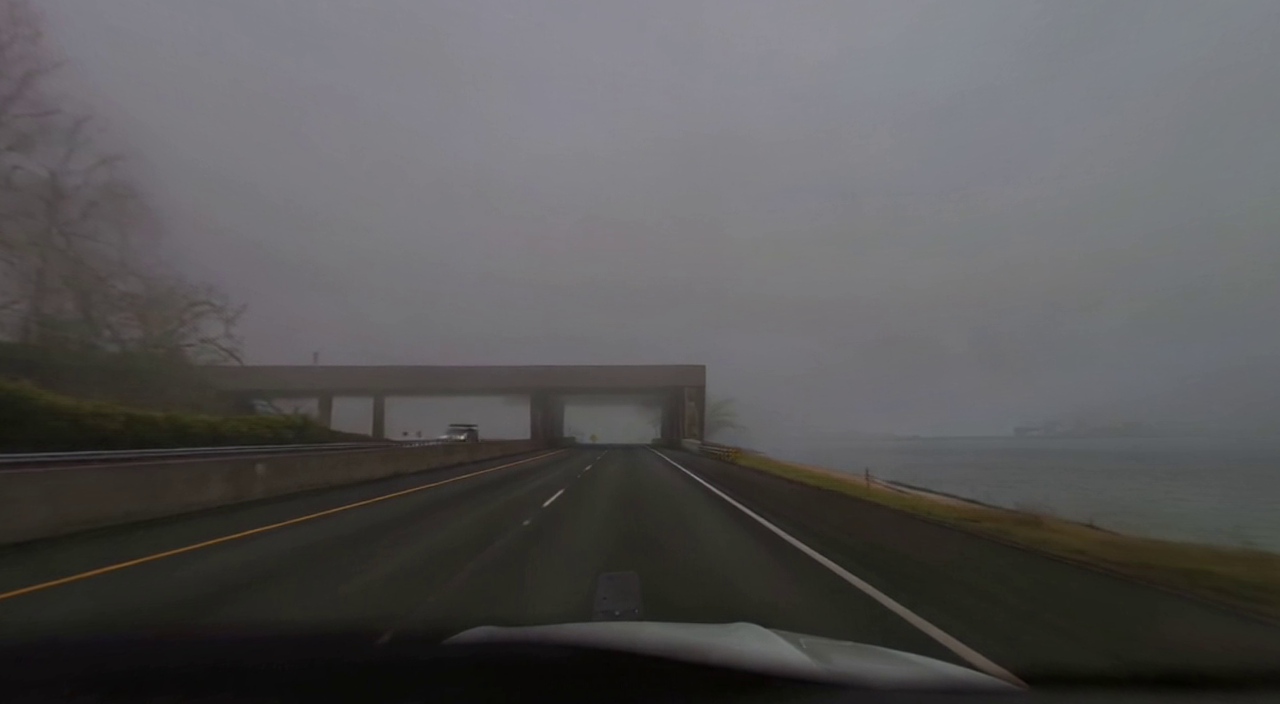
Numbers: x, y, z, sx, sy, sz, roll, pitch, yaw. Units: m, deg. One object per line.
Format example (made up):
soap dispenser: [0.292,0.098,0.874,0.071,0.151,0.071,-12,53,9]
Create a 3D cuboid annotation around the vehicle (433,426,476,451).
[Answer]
vehicle: [-14.378,6.731,48.968,1.990,1.808,4.311,0,-8,0]
